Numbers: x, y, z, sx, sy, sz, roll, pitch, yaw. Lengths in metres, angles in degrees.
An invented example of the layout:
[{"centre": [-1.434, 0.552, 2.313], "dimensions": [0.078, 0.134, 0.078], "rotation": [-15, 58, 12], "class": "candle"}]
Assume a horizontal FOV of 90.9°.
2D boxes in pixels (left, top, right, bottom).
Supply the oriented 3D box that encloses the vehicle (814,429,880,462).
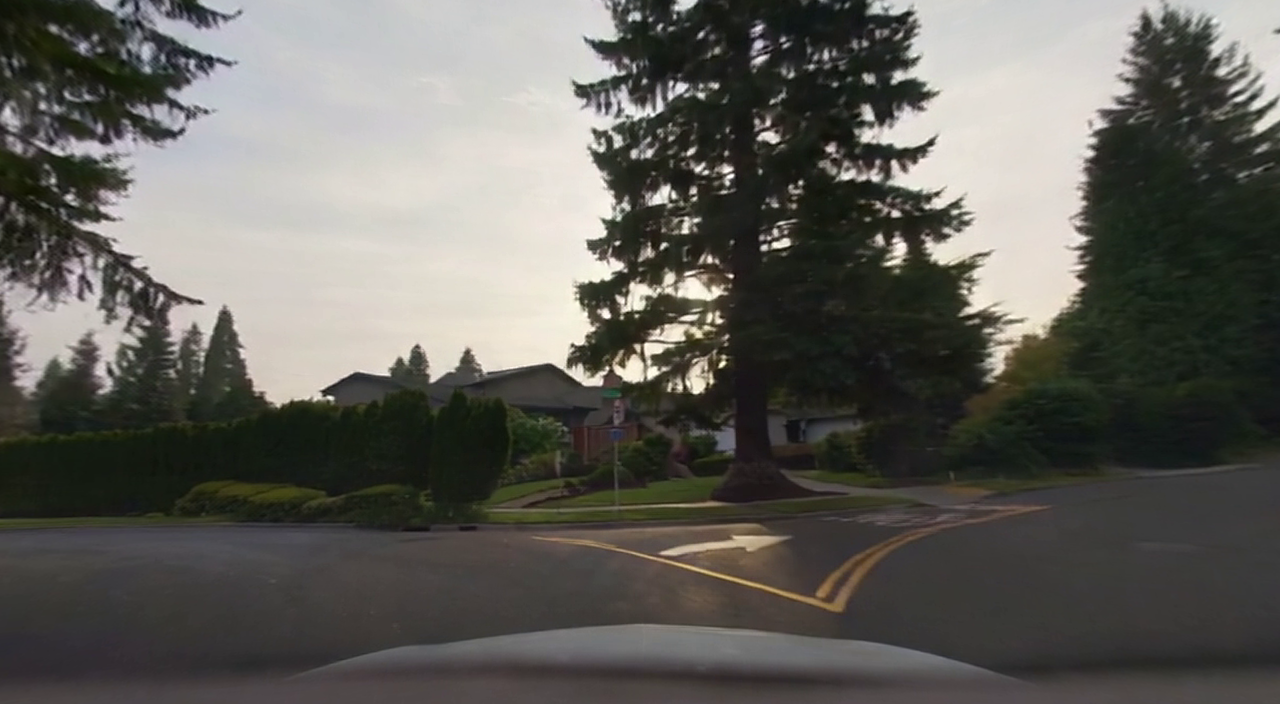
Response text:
[{"centre": [10.332, 4.707, 31.735], "dimensions": [1.802, 1.548, 3.501], "rotation": [0, -9, -5], "class": "vehicle"}]
